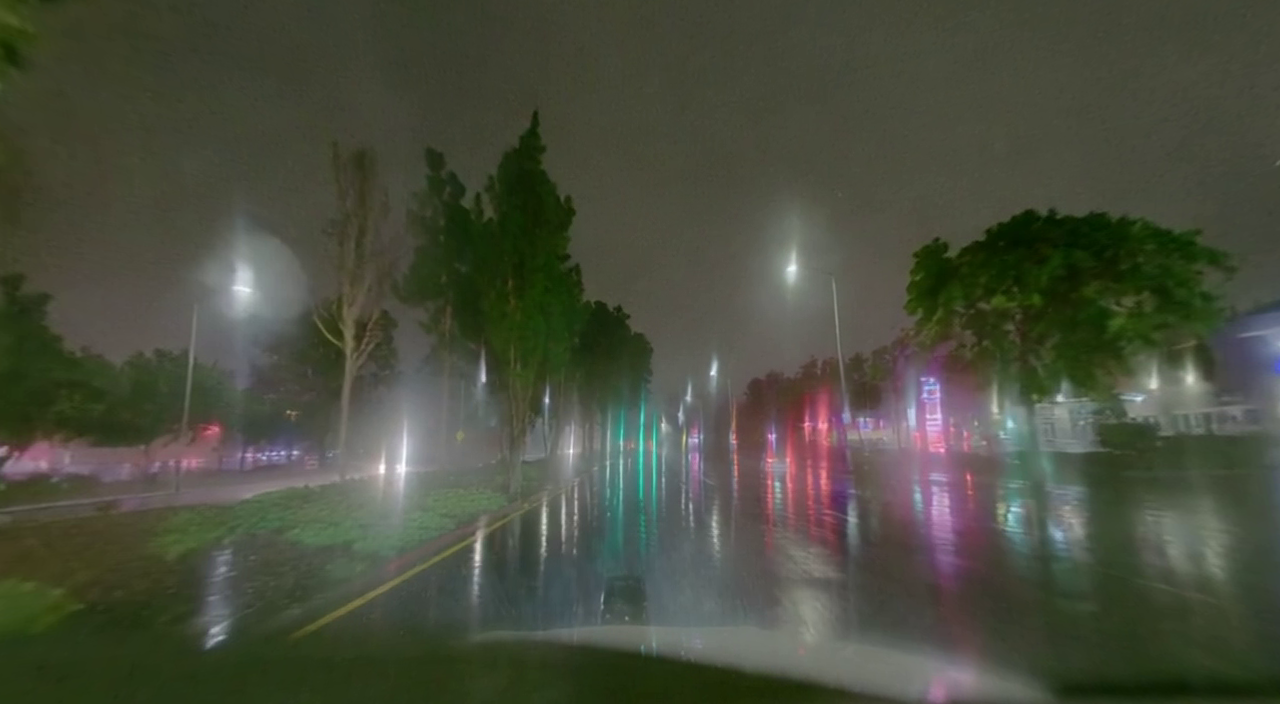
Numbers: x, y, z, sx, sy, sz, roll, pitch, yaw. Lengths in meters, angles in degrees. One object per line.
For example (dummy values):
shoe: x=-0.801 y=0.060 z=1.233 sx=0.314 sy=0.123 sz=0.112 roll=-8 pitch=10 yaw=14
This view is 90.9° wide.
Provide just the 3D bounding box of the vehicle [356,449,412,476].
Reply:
vehicle: x=-16.255 y=6.934 z=39.874 sx=2.129 sy=1.494 sz=5.184 roll=6 pitch=-10 yaw=-34

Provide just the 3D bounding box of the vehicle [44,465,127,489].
vehicle: x=-37.493 y=8.440 z=42.746 sx=1.736 sy=1.393 sz=4.317 roll=0 pitch=-8 yaw=0
